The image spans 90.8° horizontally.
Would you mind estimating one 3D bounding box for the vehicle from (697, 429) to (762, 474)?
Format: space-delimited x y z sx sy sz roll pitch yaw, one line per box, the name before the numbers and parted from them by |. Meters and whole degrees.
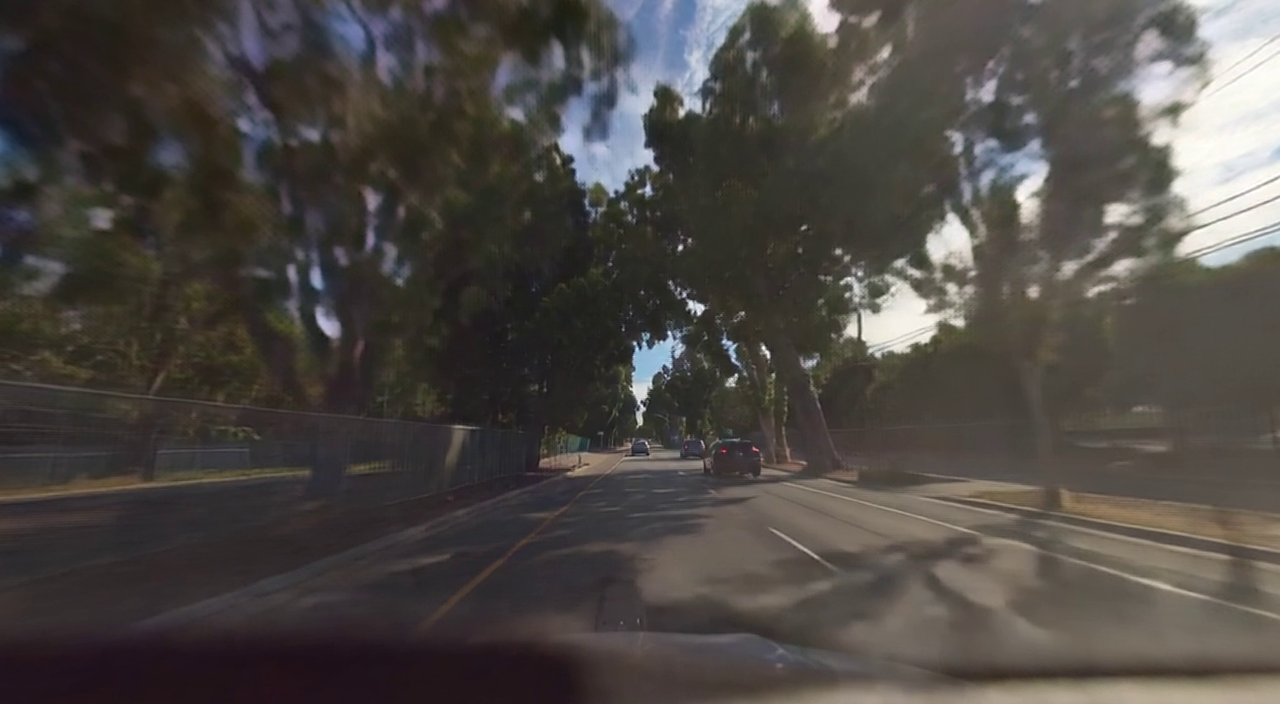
vehicle | 3.917 4.474 28.540 2.112 1.825 4.574 0 -8 -2
